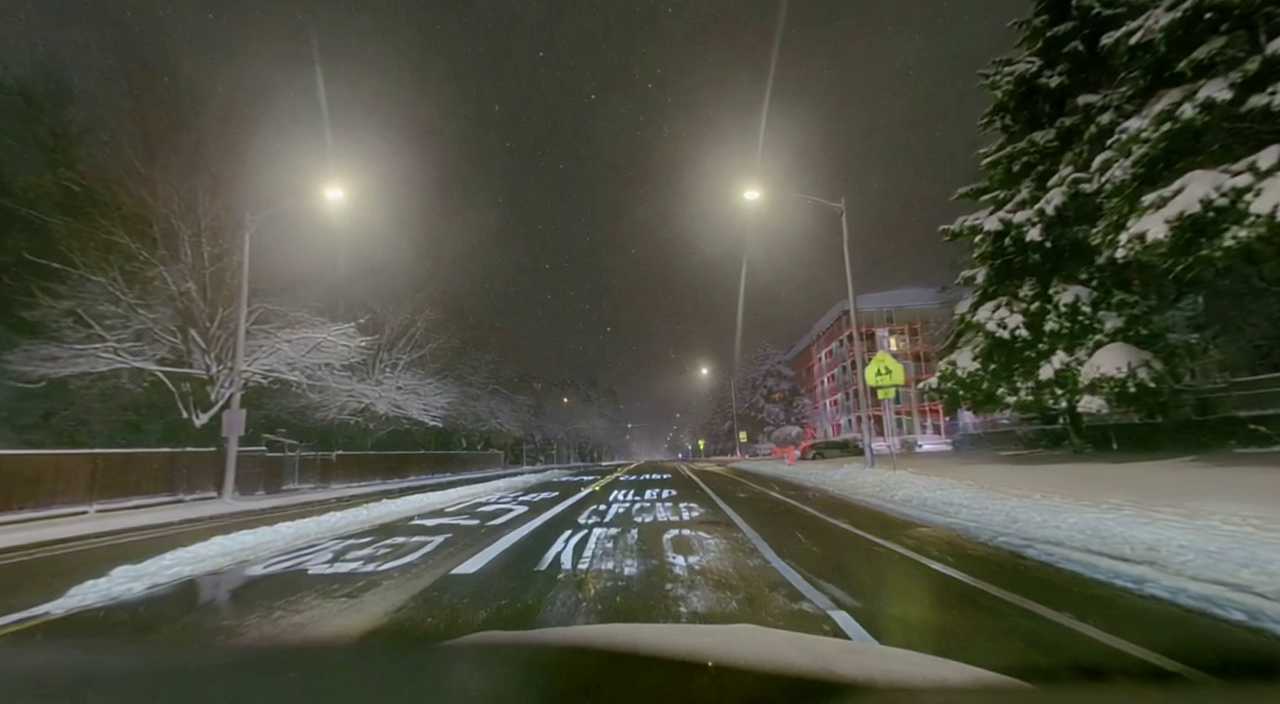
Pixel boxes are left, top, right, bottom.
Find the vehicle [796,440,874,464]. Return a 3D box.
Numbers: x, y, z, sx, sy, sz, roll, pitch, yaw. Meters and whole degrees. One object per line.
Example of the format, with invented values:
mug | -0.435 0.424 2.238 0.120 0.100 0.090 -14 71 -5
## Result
vehicle | 11.952 6.171 38.958 4.251 1.418 1.896 -1 -9 3
